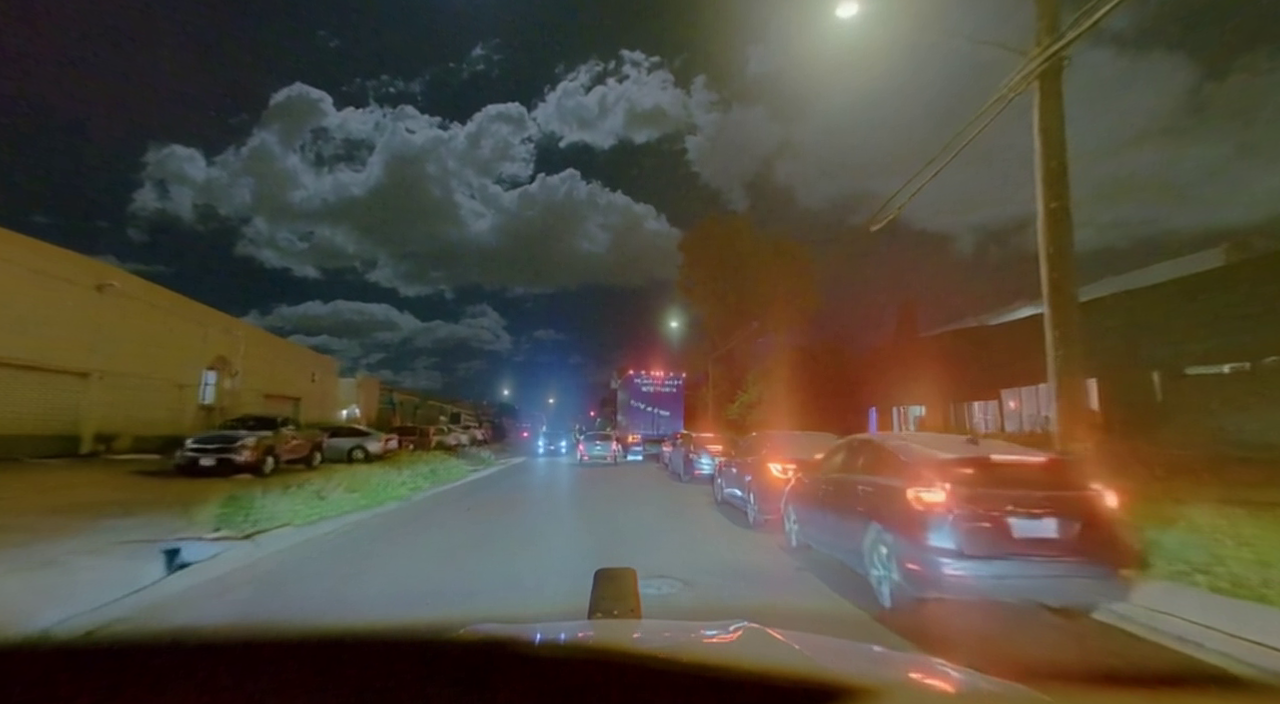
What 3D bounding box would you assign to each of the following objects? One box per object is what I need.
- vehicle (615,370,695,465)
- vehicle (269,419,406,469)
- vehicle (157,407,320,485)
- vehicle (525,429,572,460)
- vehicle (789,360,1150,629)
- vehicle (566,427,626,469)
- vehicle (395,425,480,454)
[{"bbox_3d":[0.379,3.773,34.595,2.865,4.113,14.471,1,-7,-5],"label":"vehicle"},{"bbox_3d":[-9.724,2.991,20.531,3.569,1.520,1.797,1,-7,-7],"label":"vehicle"},{"bbox_3d":[-10.259,2.428,16.584,1.996,1.719,4.382,3,-8,-10],"label":"vehicle"},{"bbox_3d":[-4.733,4.836,33.161,1.989,1.481,4.008,0,-7,-2],"label":"vehicle"},{"bbox_3d":[2.544,1.115,5.499,1.686,1.786,2.276,0,-8,-6],"label":"vehicle"},{"bbox_3d":[-1.745,3.771,25.072,2.160,1.498,3.909,1,-7,-4],"label":"vehicle"},{"bbox_3d":[-10.844,4.706,33.948,4.015,1.461,1.903,1,-7,-8],"label":"vehicle"}]
